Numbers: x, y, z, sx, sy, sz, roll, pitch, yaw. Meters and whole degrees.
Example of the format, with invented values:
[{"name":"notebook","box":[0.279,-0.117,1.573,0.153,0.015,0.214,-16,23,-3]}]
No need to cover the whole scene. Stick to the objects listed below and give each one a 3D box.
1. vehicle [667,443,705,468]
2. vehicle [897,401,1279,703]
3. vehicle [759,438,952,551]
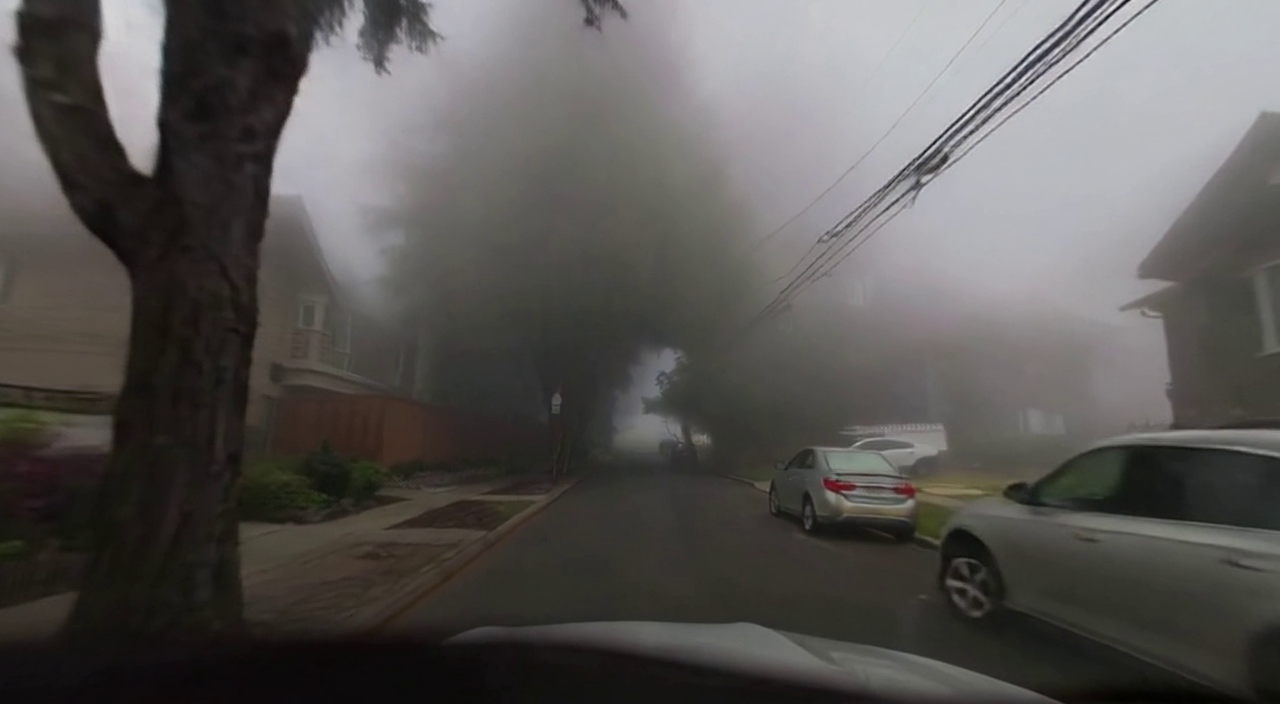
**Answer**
[{"name":"vehicle","box":[2.935,6.646,40.691,1.955,1.498,4.046,0,-8,-3]},{"name":"vehicle","box":[3.302,1.111,3.227,2.006,1.603,4.553,0,-8,-1]},{"name":"vehicle","box":[3.272,2.184,10.430,1.838,1.496,3.735,0,-8,0]}]
